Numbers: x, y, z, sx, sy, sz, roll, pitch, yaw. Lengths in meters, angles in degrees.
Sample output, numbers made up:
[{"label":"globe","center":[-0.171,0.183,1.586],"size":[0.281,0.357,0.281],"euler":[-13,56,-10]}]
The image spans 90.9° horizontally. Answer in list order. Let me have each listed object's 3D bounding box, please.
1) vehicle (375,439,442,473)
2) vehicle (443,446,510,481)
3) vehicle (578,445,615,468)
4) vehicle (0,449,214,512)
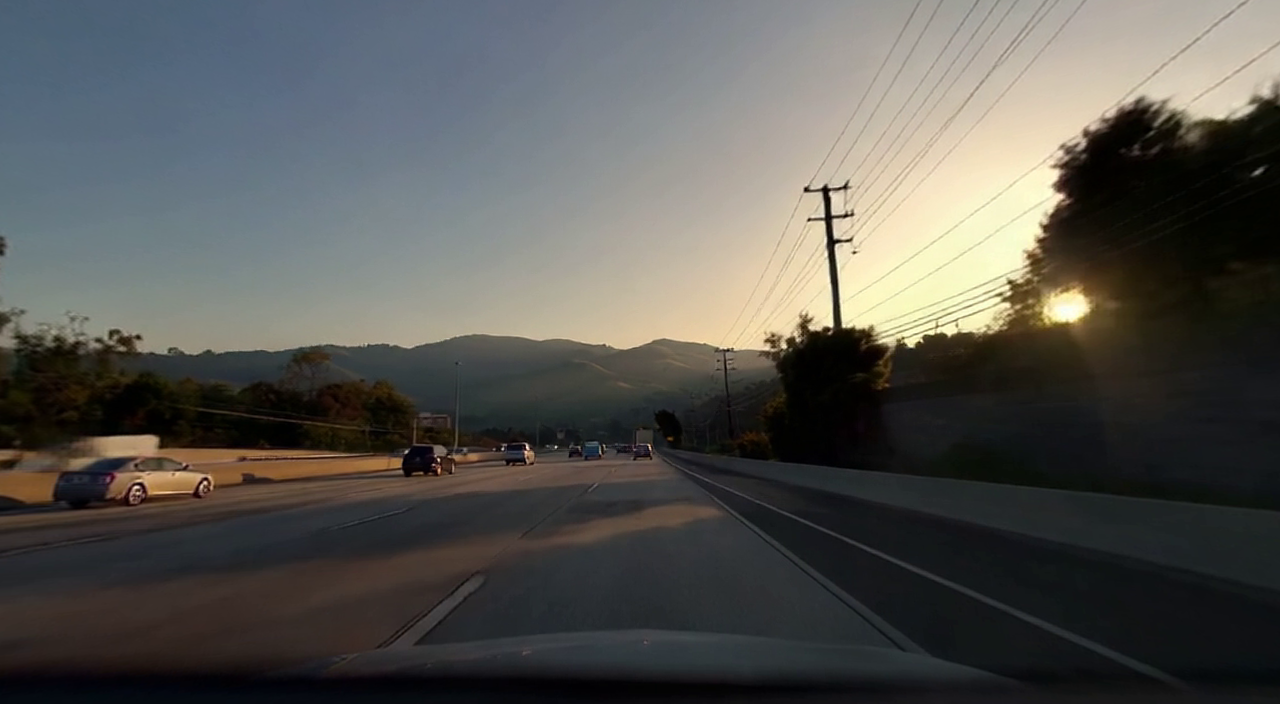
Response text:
[{"label":"vehicle","center":[-14.368,6.493,39.462],"size":[2.172,1.946,5.017],"euler":[0,-9,1]},{"label":"vehicle","center":[-7.401,5.053,28.934],"size":[1.899,1.472,4.202],"euler":[0,-9,1]},{"label":"vehicle","center":[-2.792,6.845,41.418],"size":[2.064,1.446,4.409],"euler":[0,-9,1]},{"label":"vehicle","center":[-14.364,3.403,17.302],"size":[1.885,1.474,4.849],"euler":[0,-9,1]}]
